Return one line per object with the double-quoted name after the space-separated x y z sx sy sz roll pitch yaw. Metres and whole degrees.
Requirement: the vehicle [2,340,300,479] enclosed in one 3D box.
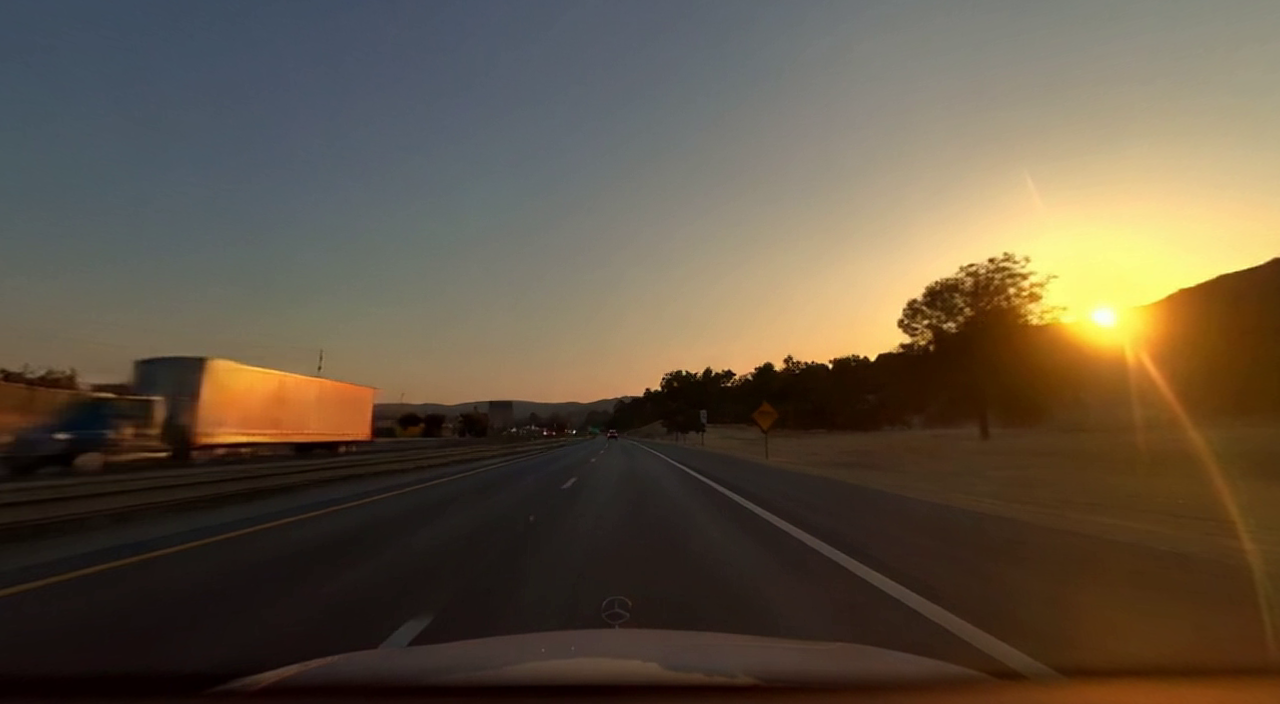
-16.854 2.321 23.363 3.034 4.039 10.195 0 -8 -2 "vehicle"
